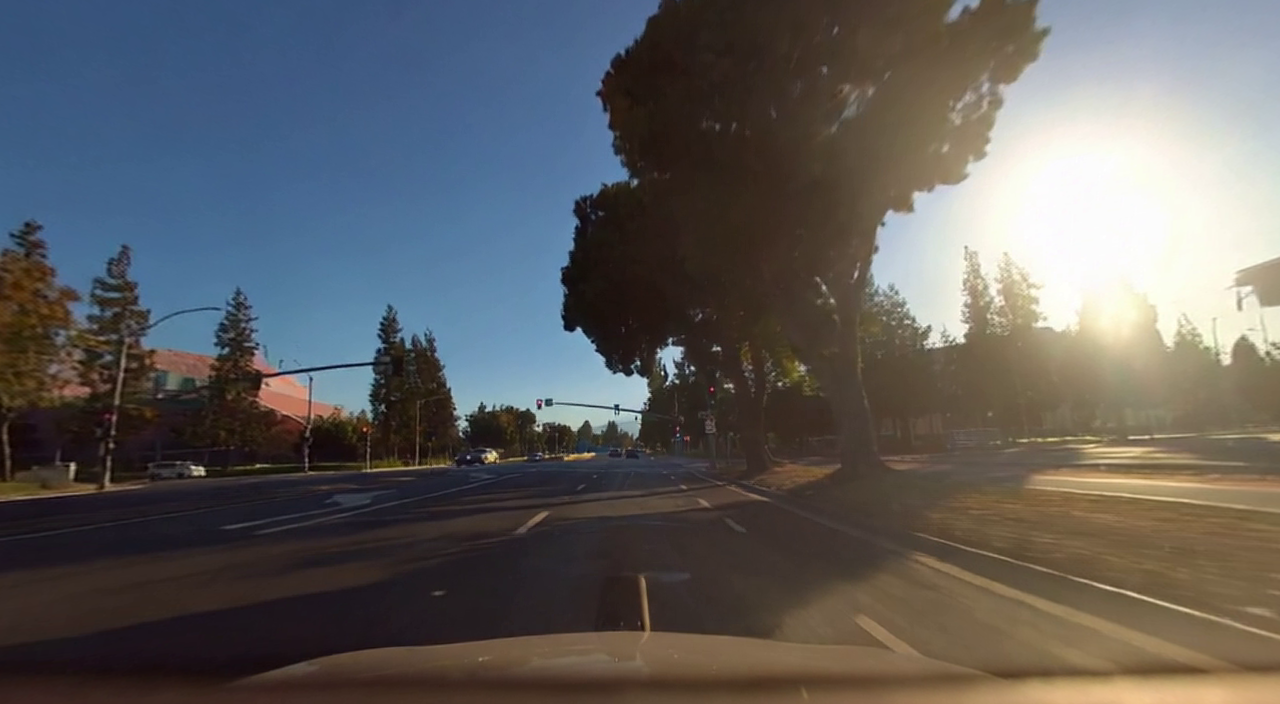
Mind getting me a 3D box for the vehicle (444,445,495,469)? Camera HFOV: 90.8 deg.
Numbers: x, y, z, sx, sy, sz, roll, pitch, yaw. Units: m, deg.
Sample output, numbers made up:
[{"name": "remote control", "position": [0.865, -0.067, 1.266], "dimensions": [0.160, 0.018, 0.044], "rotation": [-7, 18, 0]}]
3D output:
[{"name": "vehicle", "position": [-13.313, 8.128, 49.194], "dimensions": [2.024, 1.733, 4.262], "rotation": [8, -12, -41]}]
